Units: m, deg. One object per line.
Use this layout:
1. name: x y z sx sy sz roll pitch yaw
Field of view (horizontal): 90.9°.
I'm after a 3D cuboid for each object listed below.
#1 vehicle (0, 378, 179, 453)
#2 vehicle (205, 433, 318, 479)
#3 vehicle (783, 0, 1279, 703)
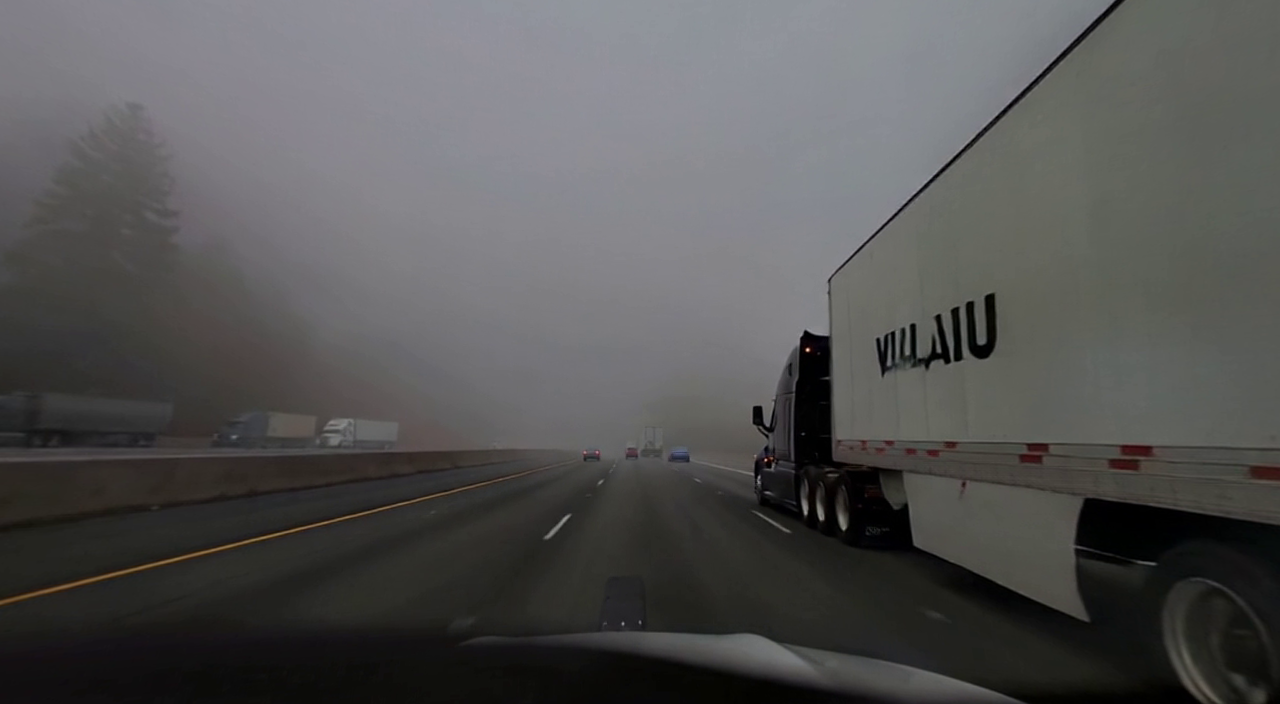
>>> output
1. vehicle: -36.191 4.436 40.267 2.904 3.980 13.490 -1 -9 2
2. vehicle: -13.919 3.846 23.465 1.949 1.543 3.691 0 -9 -2
3. vehicle: 4.406 0.127 5.162 2.847 4.075 14.244 0 -9 -1
